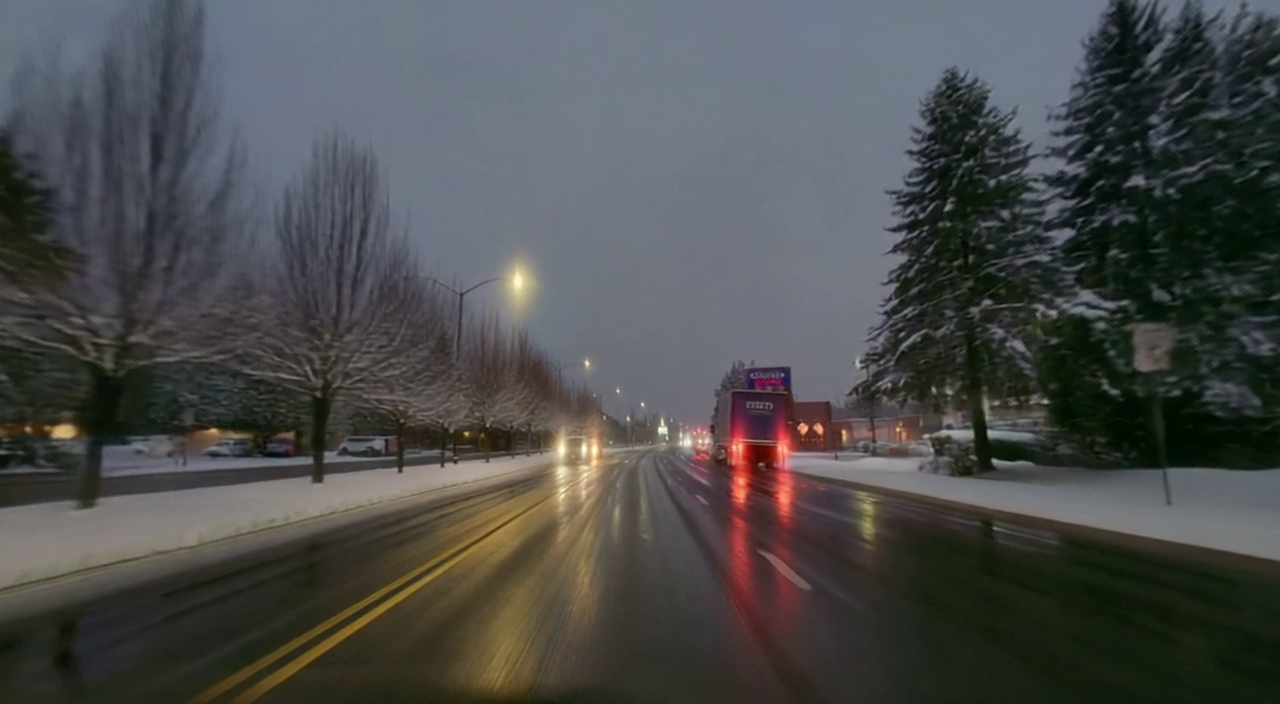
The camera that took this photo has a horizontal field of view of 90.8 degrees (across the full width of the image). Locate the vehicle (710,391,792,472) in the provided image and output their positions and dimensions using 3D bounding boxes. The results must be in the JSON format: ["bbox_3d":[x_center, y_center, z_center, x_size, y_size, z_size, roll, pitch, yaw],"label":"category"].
[{"bbox_3d":[6.164,4.712,36.800,2.981,4.106,8.794,0,-9,-1],"label":"vehicle"}]

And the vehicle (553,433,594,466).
[{"bbox_3d":[-4.429,6.627,42.866,2.270,2.068,5.865,0,-8,-1],"label":"vehicle"}]
